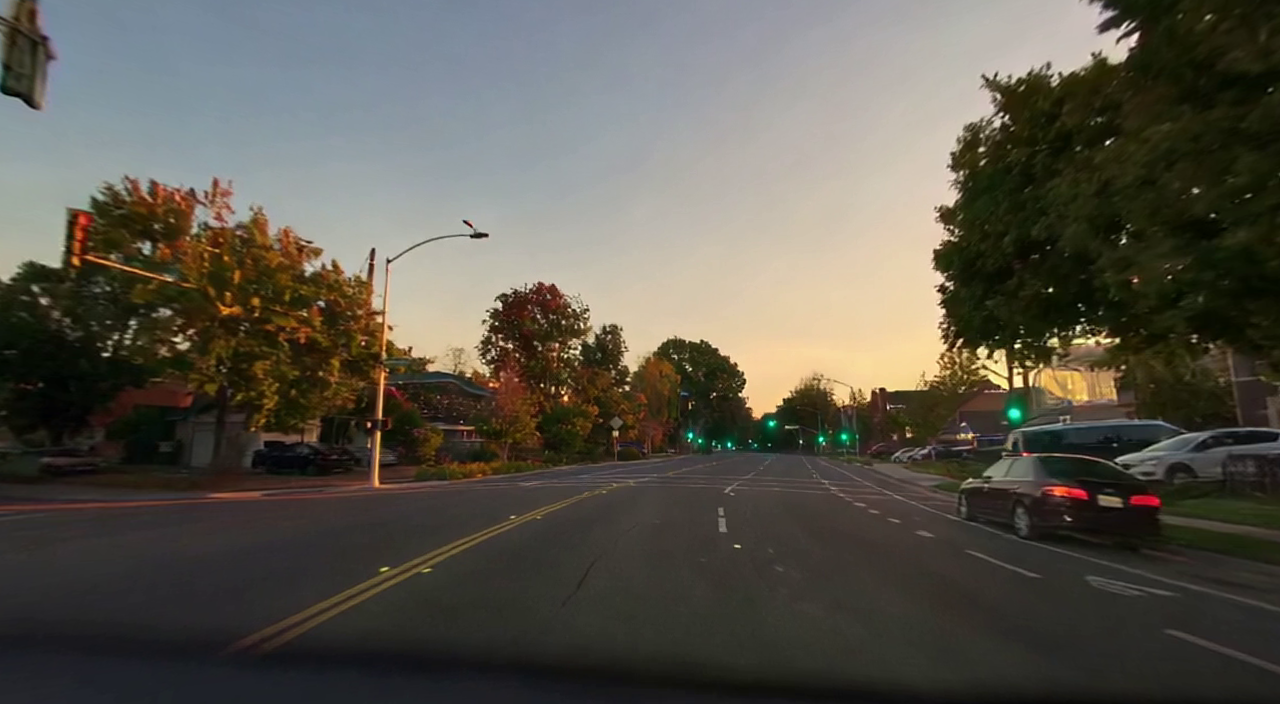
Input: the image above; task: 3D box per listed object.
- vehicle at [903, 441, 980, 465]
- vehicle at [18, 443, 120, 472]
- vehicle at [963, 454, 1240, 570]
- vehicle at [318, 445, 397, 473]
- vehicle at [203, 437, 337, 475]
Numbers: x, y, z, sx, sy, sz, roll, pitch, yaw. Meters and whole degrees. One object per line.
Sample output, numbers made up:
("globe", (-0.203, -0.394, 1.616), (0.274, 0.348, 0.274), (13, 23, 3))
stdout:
("vehicle", (23.512, 7.913, 49.428), (4.854, 1.803, 2.179), (-2, -9, 9))
("vehicle", (-31.354, 5.781, 34.806), (1.650, 1.513, 3.717), (-3, -9, 16))
("vehicle", (7.985, 2.726, 11.670), (1.999, 1.518, 4.609), (3, -9, 5))
("vehicle", (-16.020, 6.085, 36.052), (1.786, 1.500, 4.021), (-3, -10, 18))
("vehicle", (-17.933, 5.109, 30.826), (2.076, 1.703, 5.095), (-9, -14, 44))
